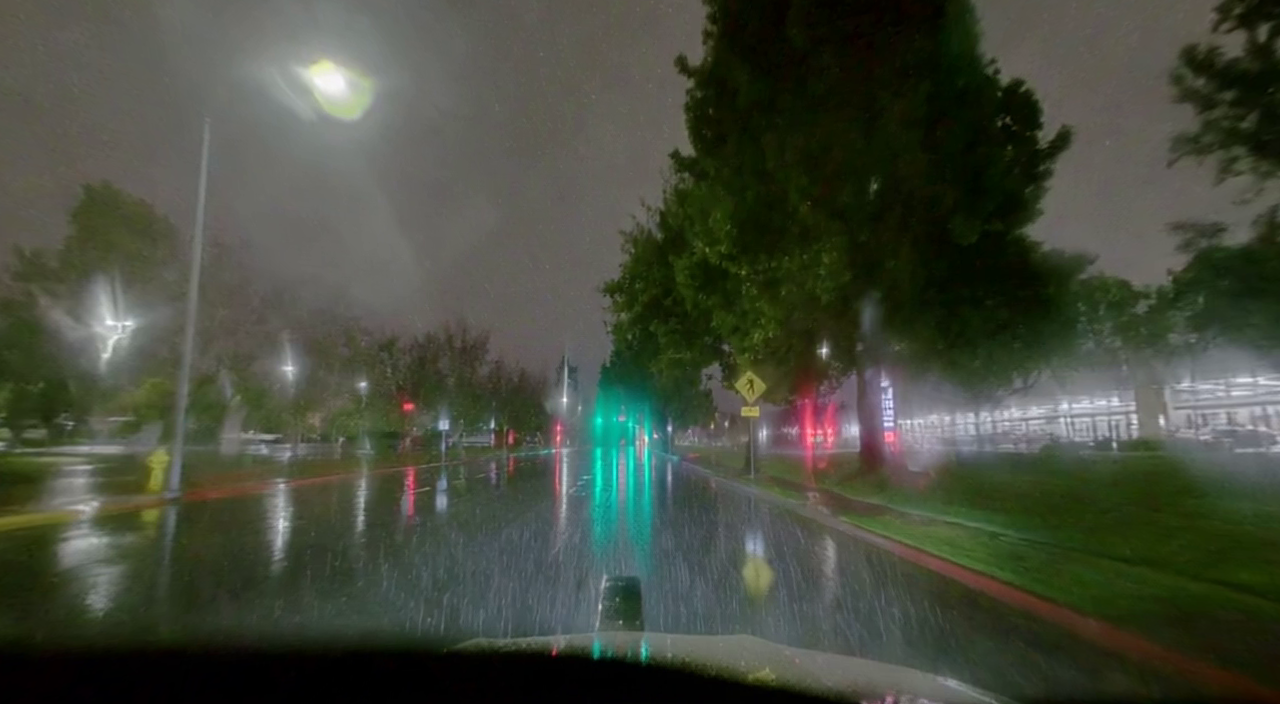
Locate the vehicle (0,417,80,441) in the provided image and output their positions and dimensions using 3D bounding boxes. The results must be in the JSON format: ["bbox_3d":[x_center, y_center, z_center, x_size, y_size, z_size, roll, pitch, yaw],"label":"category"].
[{"bbox_3d":[-38.288,4.866,39.567,4.706,1.433,1.862,7,-11,-40],"label":"vehicle"}]

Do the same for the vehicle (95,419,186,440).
[{"bbox_3d":[-38.199,5.979,48.403,5.205,1.525,1.769,8,-11,-42],"label":"vehicle"}]
